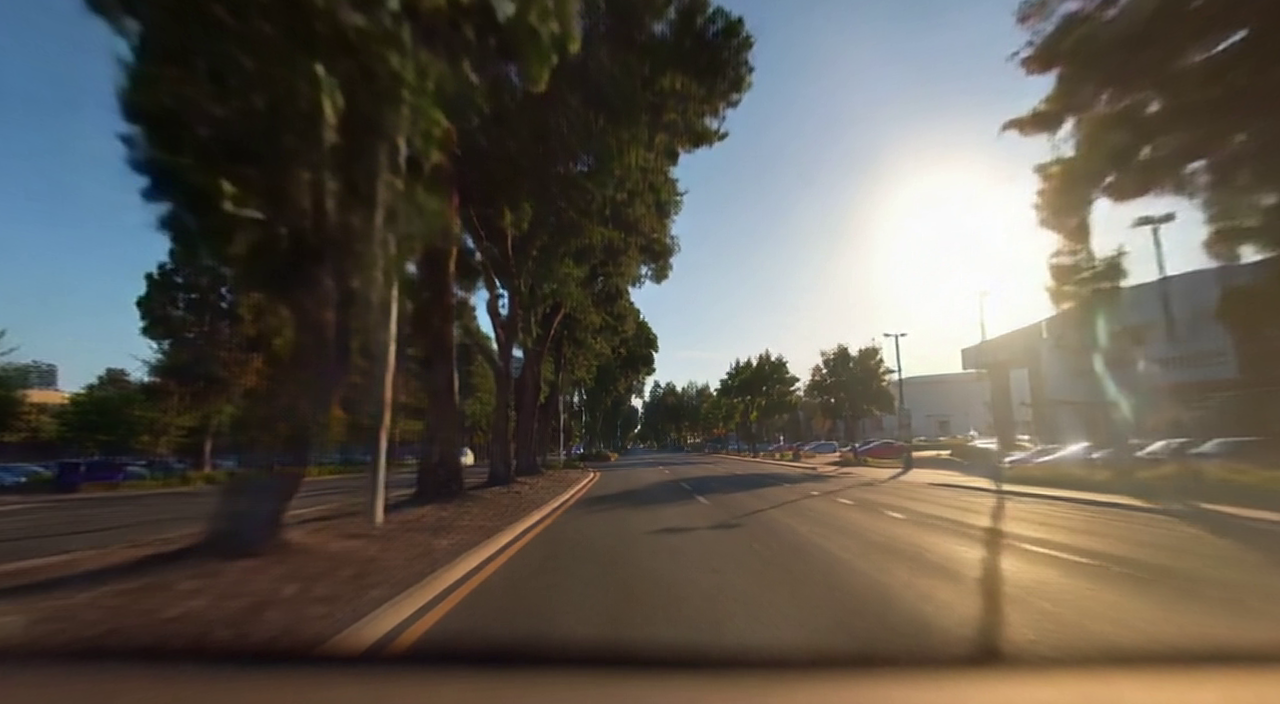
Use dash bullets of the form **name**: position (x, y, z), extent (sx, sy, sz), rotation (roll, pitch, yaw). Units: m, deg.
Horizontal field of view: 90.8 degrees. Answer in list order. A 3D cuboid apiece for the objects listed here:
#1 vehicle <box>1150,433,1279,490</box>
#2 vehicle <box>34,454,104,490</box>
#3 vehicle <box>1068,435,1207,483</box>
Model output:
- **vehicle**: position (18.362, 3.394, 19.889), extent (4.197, 1.612, 1.784), rotation (4, -9, -25)
- **vehicle**: position (-29.870, 6.234, 33.177), extent (1.862, 1.654, 4.229), rotation (5, -10, -32)
- **vehicle**: position (17.791, 3.765, 22.563), extent (4.569, 1.529, 2.036), rotation (4, -9, -27)
